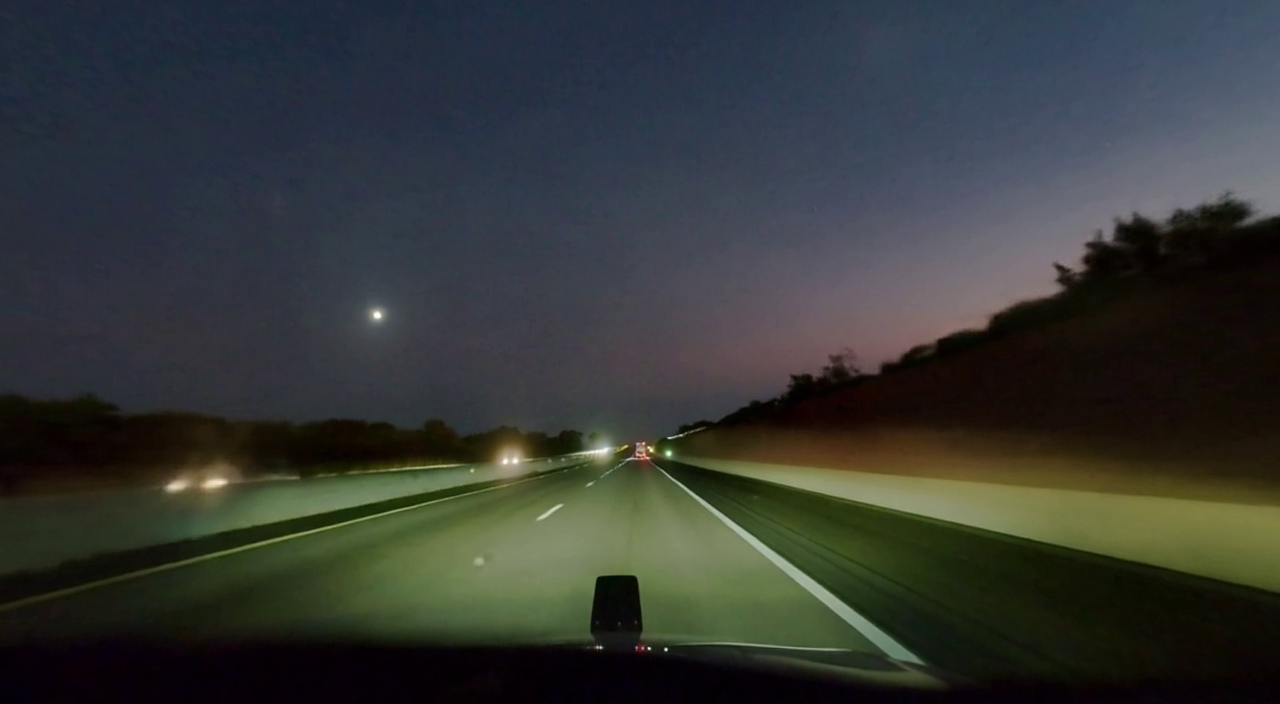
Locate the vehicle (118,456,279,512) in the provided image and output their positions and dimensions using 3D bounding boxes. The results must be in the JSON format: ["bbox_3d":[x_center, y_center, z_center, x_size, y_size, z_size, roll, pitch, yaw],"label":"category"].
[{"bbox_3d":[-13.633,4.057,19.827,1.805,1.488,4.503,0,-9,0],"label":"vehicle"}]
